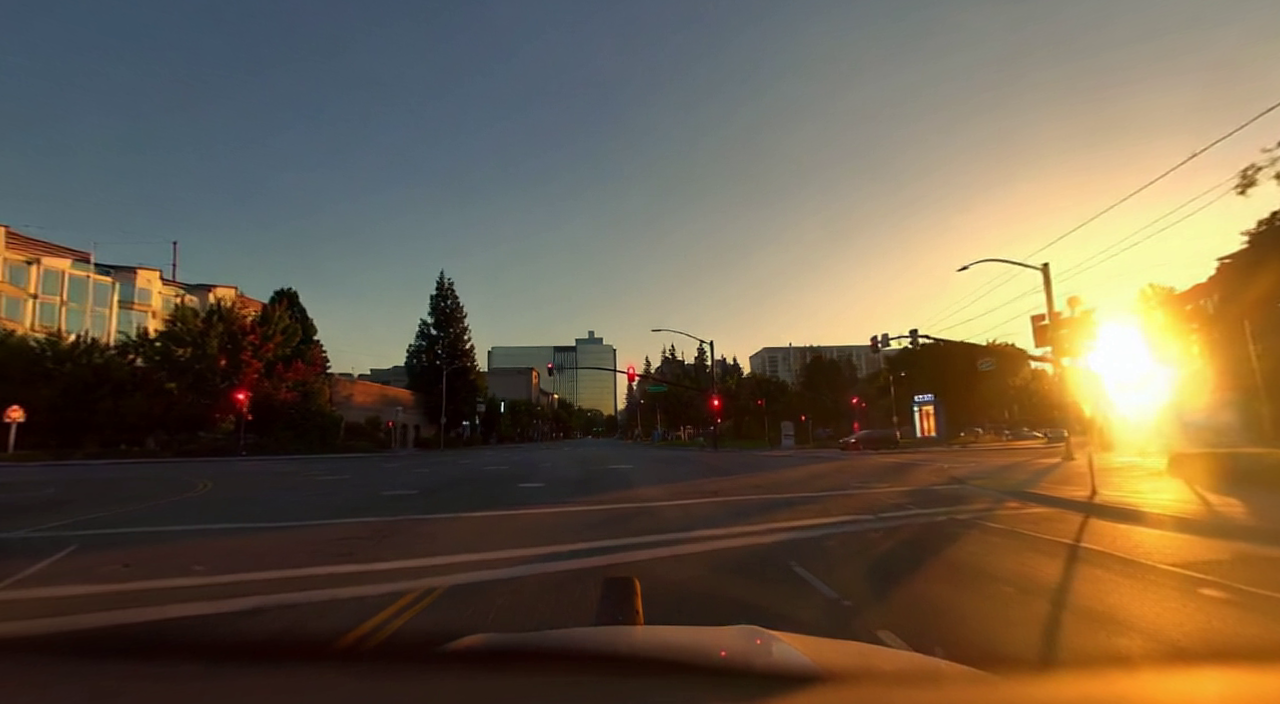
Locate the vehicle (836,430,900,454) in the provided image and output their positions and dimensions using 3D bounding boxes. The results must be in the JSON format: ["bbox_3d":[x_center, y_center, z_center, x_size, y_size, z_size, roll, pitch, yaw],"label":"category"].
[{"bbox_3d":[17.656,6.958,48.853,4.600,1.783,1.970,4,-9,-26],"label":"vehicle"}]
